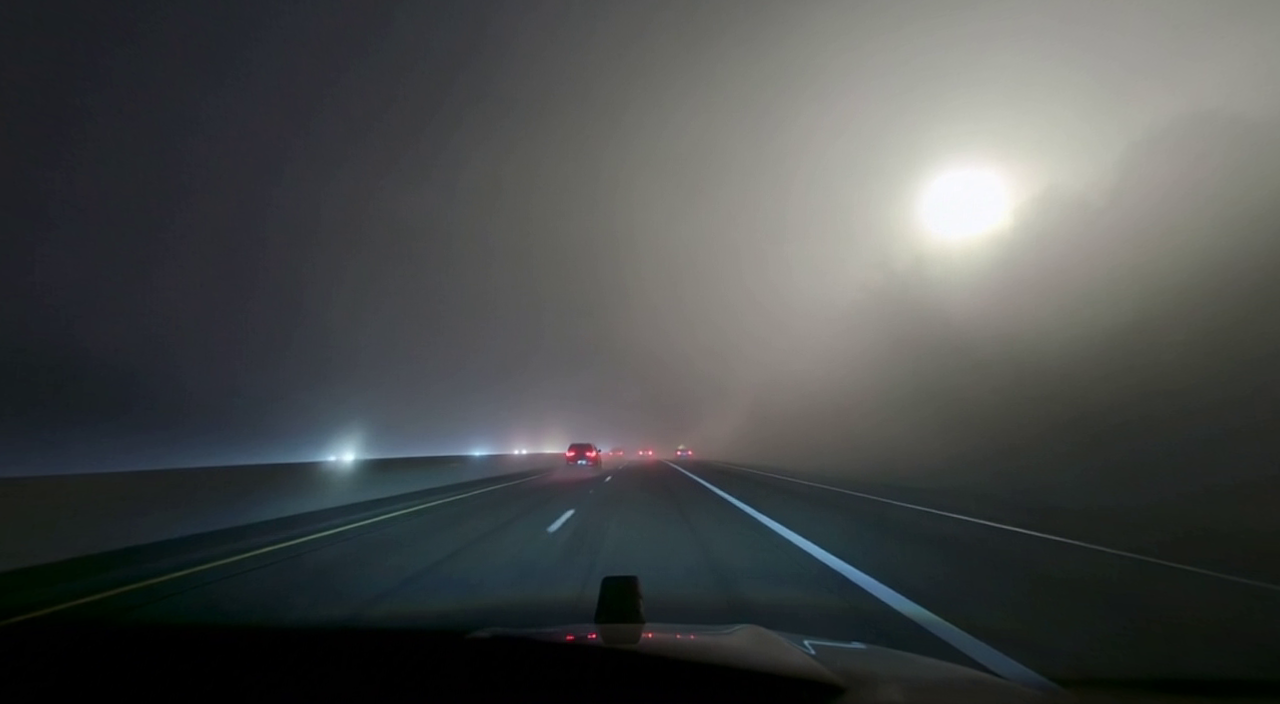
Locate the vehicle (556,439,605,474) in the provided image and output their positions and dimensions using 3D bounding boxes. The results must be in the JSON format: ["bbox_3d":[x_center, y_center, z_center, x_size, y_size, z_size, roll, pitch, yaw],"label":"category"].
[{"bbox_3d":[-3.027,5.464,33.101,2.070,1.707,4.309,0,-9,1],"label":"vehicle"}]
